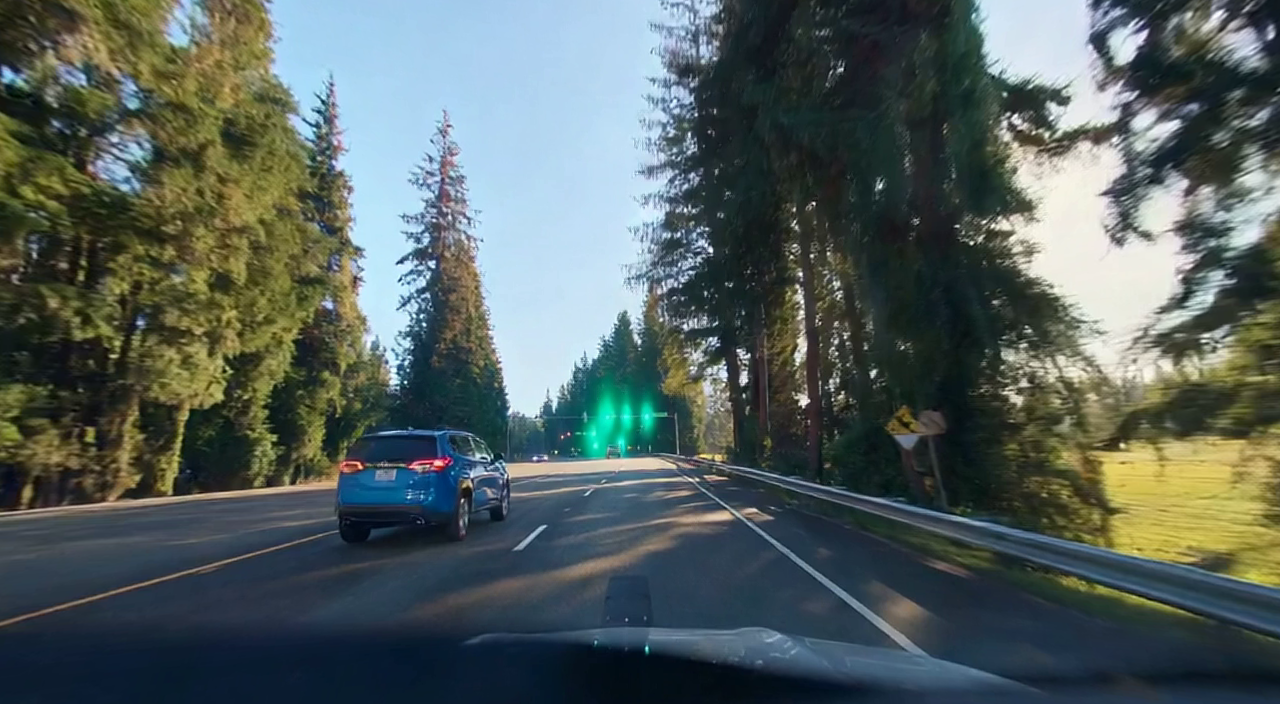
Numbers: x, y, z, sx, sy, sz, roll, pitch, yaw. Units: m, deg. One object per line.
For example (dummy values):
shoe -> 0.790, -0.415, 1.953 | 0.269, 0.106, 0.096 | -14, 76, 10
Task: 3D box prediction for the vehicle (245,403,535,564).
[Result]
vehicle -> -3.376, 1.912, 9.974 | 2.336, 1.857, 4.986 | -1, -8, 3
